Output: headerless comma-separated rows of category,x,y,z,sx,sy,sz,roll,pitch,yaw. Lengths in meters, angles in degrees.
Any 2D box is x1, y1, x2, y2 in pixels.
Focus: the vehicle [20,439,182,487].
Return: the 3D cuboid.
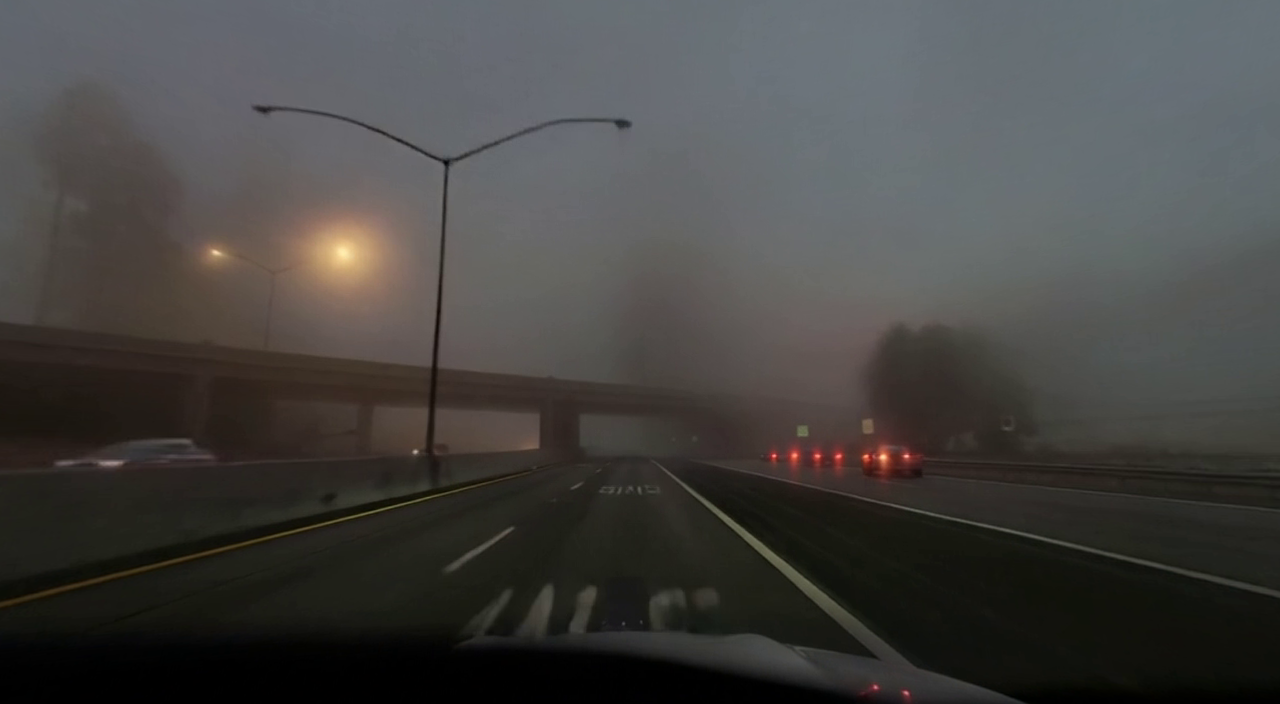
vehicle,-18.373,3.786,21.821,1.804,1.461,4.269,0,-9,0
